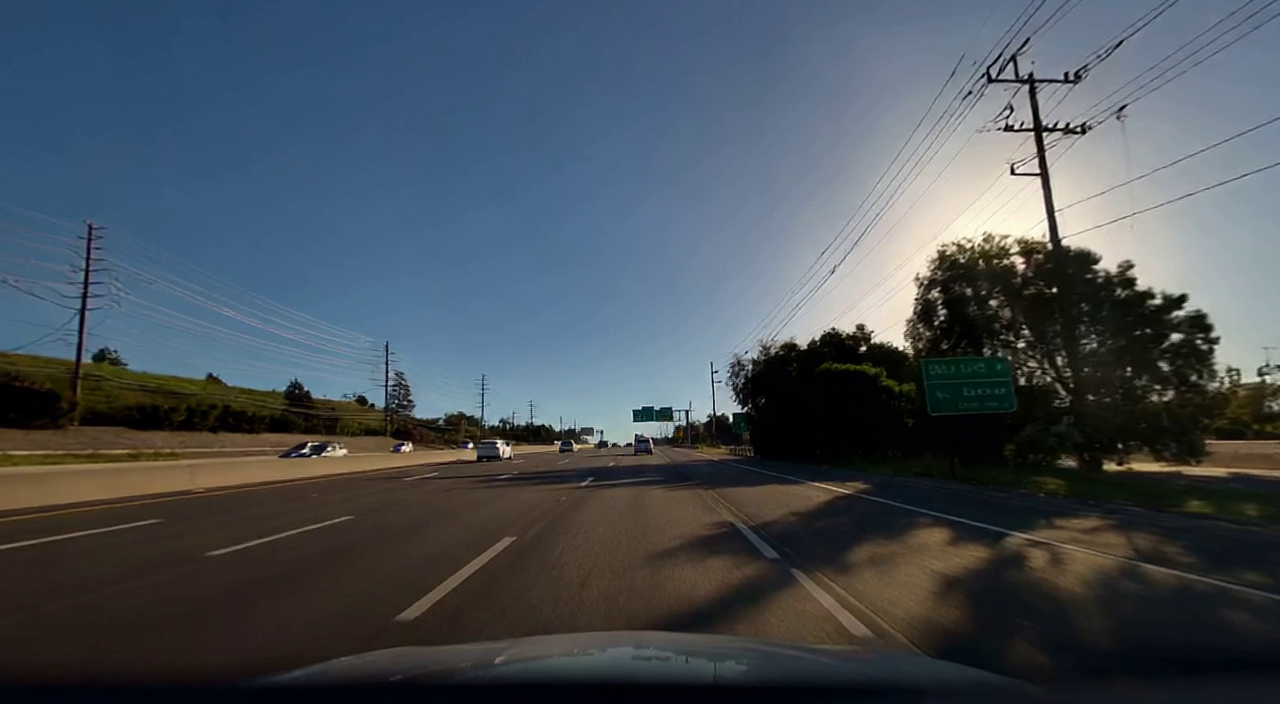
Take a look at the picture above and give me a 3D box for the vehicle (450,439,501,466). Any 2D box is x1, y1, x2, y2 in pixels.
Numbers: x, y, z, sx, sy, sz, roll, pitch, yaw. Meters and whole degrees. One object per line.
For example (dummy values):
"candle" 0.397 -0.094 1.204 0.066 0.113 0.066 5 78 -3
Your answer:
"vehicle" -10.121 6.223 39.216 1.947 1.528 4.355 0 -8 1
